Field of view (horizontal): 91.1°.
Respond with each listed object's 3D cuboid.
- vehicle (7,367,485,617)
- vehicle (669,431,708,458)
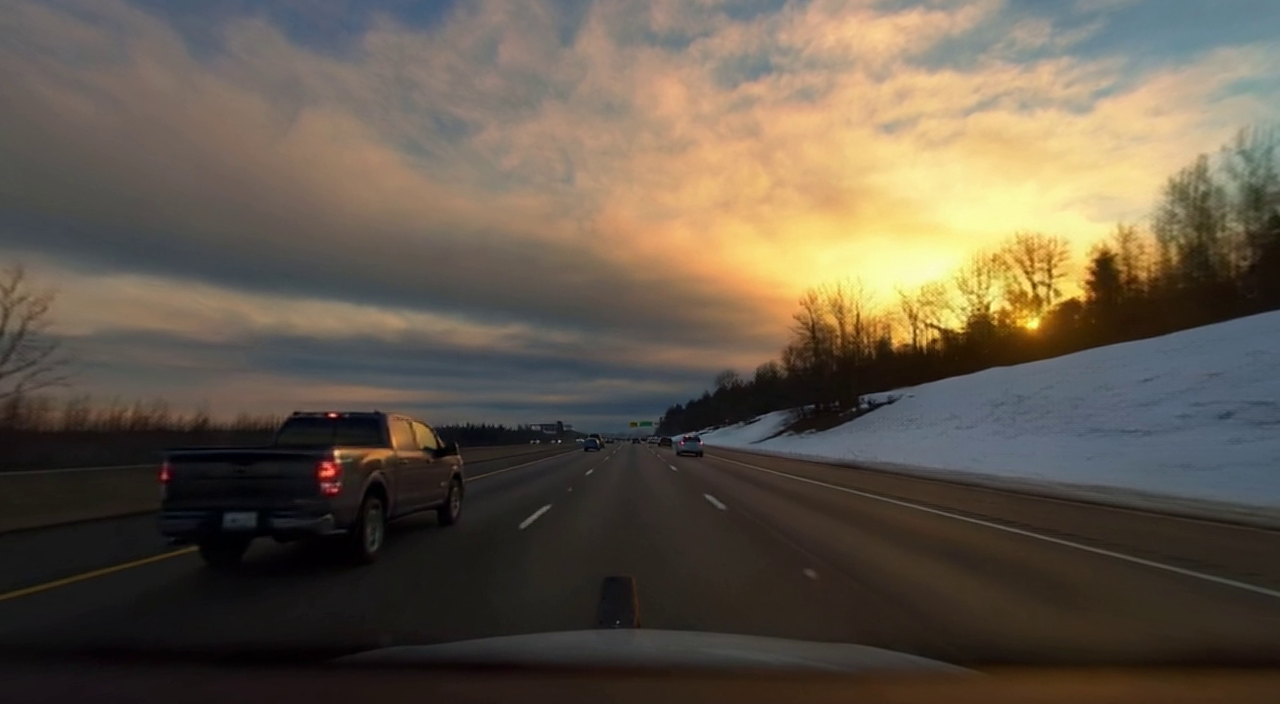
[{"bbox_3d":[-3.377,1.304,6.858,2.185,1.772,4.656,0,-8,0],"label":"vehicle"},{"bbox_3d":[3.168,6.171,41.971,2.124,1.696,4.173,0,-8,-2],"label":"vehicle"}]
